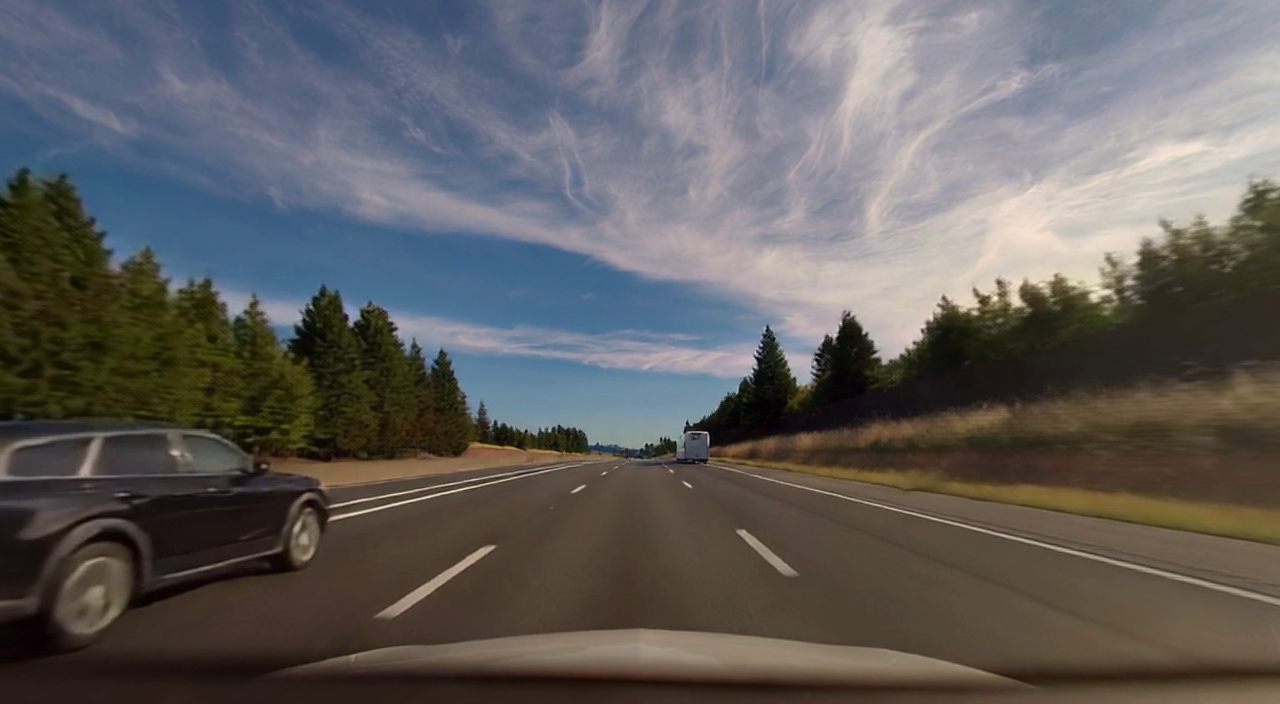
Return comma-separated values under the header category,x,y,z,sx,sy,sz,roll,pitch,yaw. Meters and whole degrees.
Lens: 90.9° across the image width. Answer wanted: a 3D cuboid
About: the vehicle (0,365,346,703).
category,x,y,z,sx,sy,sz,roll,pitch,yaw
vehicle,-4.064,1.049,4.054,2.020,1.619,4.690,0,-9,1
